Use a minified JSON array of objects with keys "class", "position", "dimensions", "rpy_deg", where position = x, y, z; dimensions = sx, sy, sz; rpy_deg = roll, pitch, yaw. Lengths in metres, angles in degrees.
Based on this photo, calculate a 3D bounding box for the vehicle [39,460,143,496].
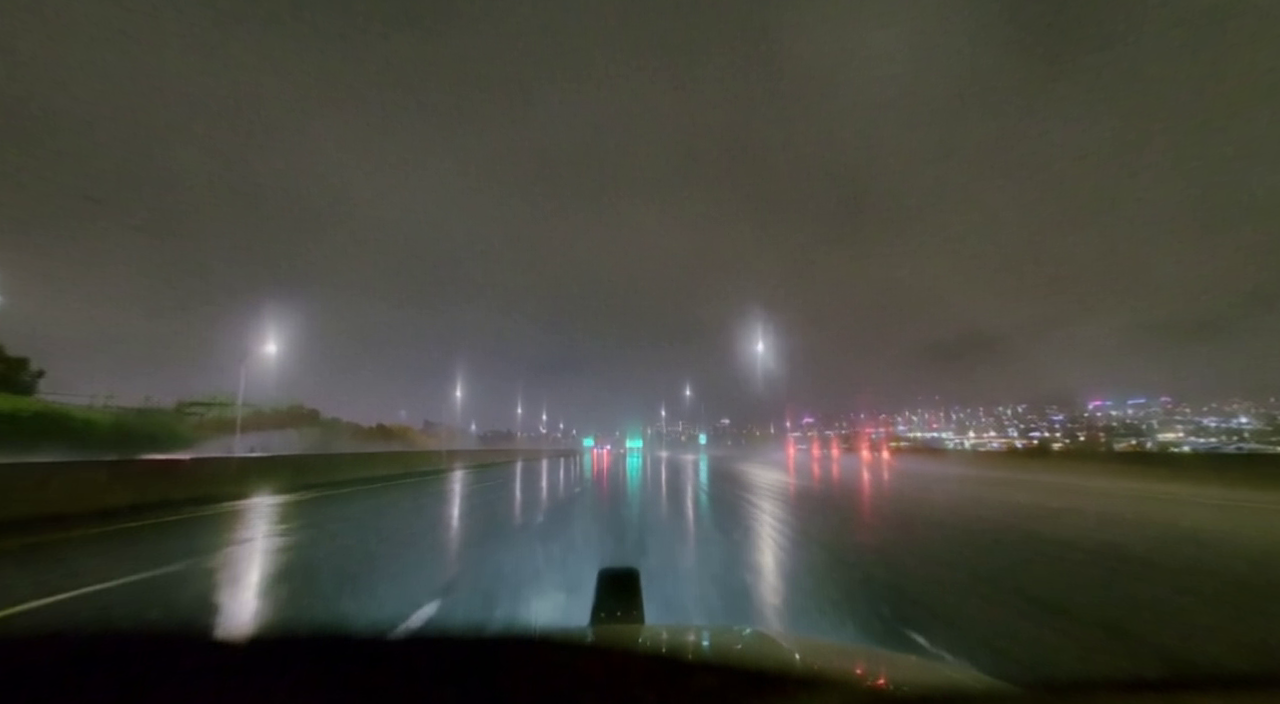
[{"class":"vehicle","position":[-25.690,5.871,29.719],"dimensions":[1.571,1.457,3.707],"rpy_deg":[0,-8,0]}]
